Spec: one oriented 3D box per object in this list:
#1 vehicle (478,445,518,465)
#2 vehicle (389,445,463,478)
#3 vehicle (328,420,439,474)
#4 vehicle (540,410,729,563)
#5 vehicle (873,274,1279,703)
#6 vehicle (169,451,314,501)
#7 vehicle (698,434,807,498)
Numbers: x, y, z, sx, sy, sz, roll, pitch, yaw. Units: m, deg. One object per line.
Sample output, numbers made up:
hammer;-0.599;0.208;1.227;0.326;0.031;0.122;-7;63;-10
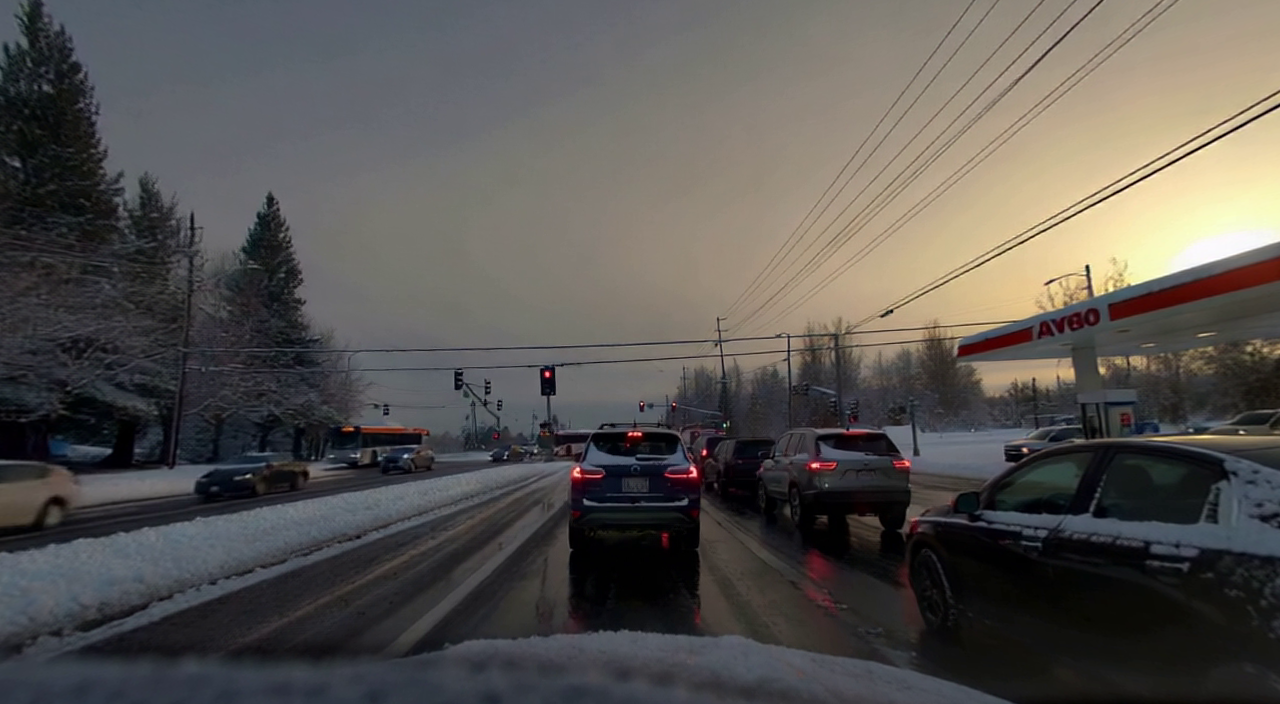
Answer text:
vehicle;-10.893;7.925;48.728;1.976;1.483;4.630;0;-9;0
vehicle;-10.564;5.438;31.619;2.030;1.498;4.690;0;-9;0
vehicle;-18.573;7.087;47.129;3.010;3.475;12.655;0;-9;0
vehicle;-0.113;1.799;9.113;2.087;1.677;4.053;0;-9;-1
vehicle;3.082;0.843;3.266;2.049;1.813;4.245;0;-9;-1
vehicle;-13.503;4.195;21.821;1.967;1.486;4.701;0;-9;-1
vehicle;2.881;3.037;17.227;2.040;1.481;4.407;0;-9;-2
